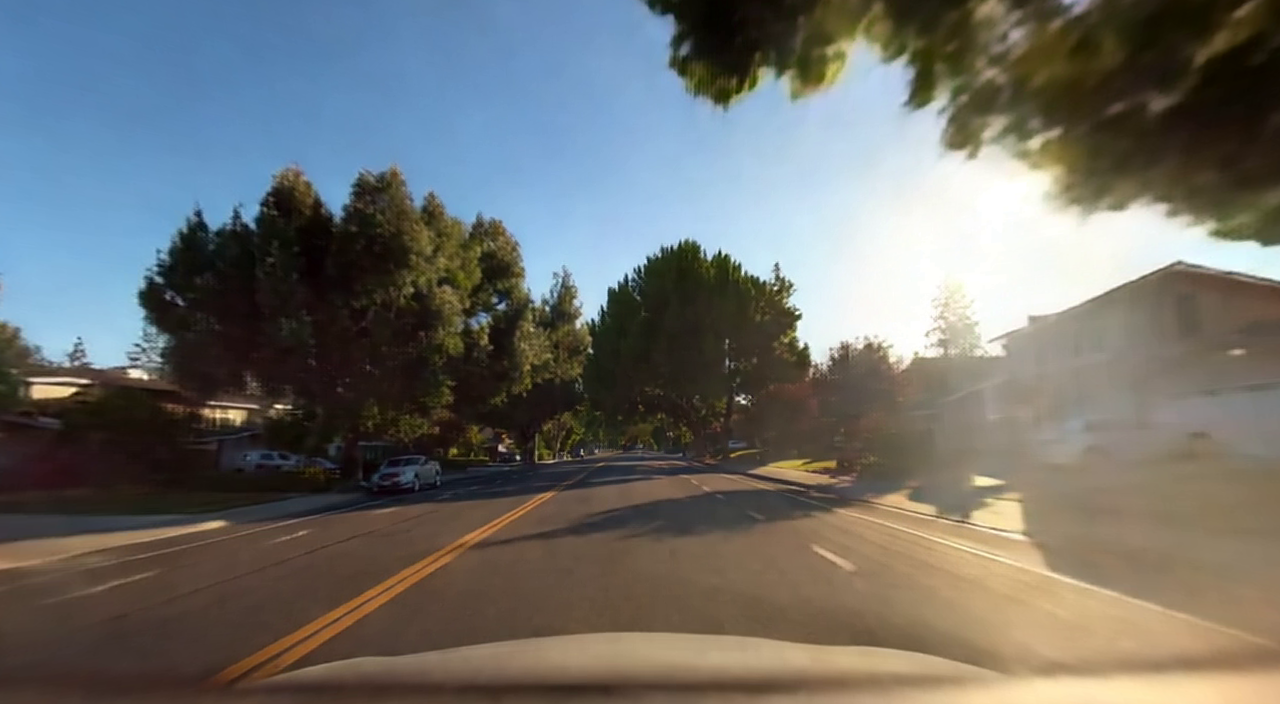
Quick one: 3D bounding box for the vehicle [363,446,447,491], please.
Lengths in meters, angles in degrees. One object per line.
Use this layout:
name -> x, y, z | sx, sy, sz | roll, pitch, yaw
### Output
vehicle -> -9.751, 4.837, 26.638 | 1.931, 1.465, 4.683 | -5, -7, -3

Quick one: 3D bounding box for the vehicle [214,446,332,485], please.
vehicle -> -19.562, 6.071, 33.862 | 4.802, 1.868, 2.395 | -1, -9, -2

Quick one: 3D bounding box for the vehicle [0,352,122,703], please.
vehicle -> -4.231, 0.646, 1.162 | 2.151, 1.830, 5.172 | 0, -8, 0

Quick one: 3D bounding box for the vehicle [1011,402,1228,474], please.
vehicle -> 13.736, 2.484, 18.357 | 4.441, 1.932, 2.243 | 0, -7, 0
